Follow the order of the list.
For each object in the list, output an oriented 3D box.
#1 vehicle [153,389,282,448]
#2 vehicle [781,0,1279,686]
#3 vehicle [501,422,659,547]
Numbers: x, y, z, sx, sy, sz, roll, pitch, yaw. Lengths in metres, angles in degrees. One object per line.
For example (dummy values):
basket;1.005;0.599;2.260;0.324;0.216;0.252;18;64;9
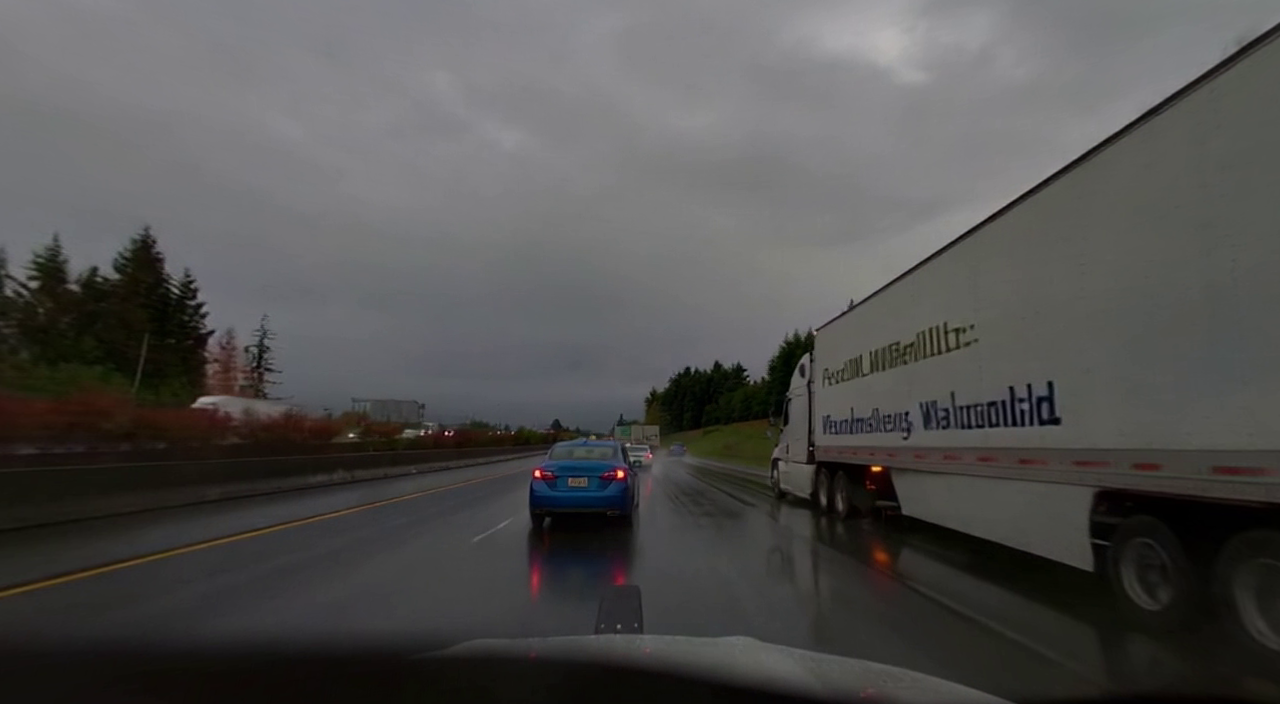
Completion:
vehicle;-26.760;4.457;40.540;2.720;3.331;8.732;0;-9;-4
vehicle;4.898;0.489;8.063;2.825;4.043;14.051;0;-9;0
vehicle;-0.749;2.003;10.024;2.038;1.582;3.729;0;-9;1
